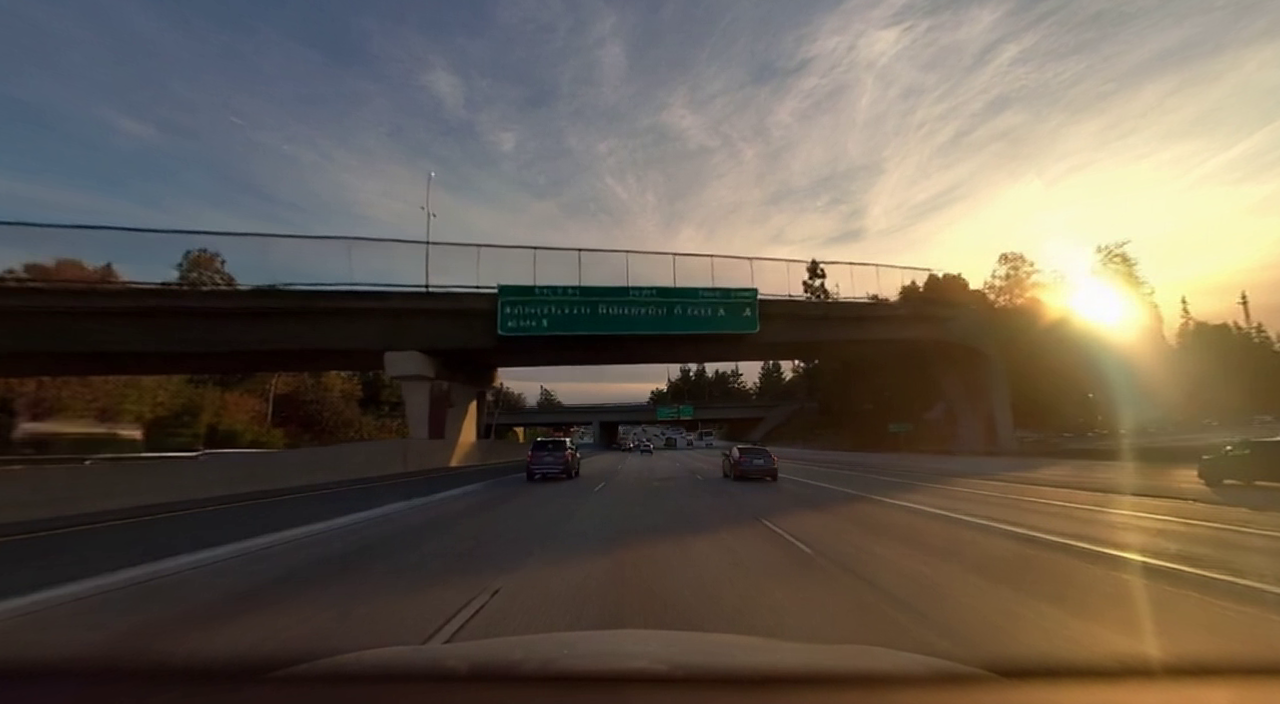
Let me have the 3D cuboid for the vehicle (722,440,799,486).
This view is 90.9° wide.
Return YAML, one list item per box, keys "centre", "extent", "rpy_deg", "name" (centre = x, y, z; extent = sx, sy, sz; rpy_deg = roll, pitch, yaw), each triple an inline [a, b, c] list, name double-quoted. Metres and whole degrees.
- centre: [4.230, 3.947, 22.826]
  extent: [1.908, 1.483, 4.259]
  rpy_deg: [0, -8, -1]
  name: "vehicle"

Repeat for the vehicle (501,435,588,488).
- centre: [-3.319, 3.937, 23.059]
  extent: [2.259, 1.706, 4.924]
  rpy_deg: [0, -8, 2]
  name: "vehicle"

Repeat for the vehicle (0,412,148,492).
- centre: [-28.938, 4.769, 30.301]
  extent: [2.858, 3.421, 9.440]
  rpy_deg: [0, -8, 0]
  name: "vehicle"
